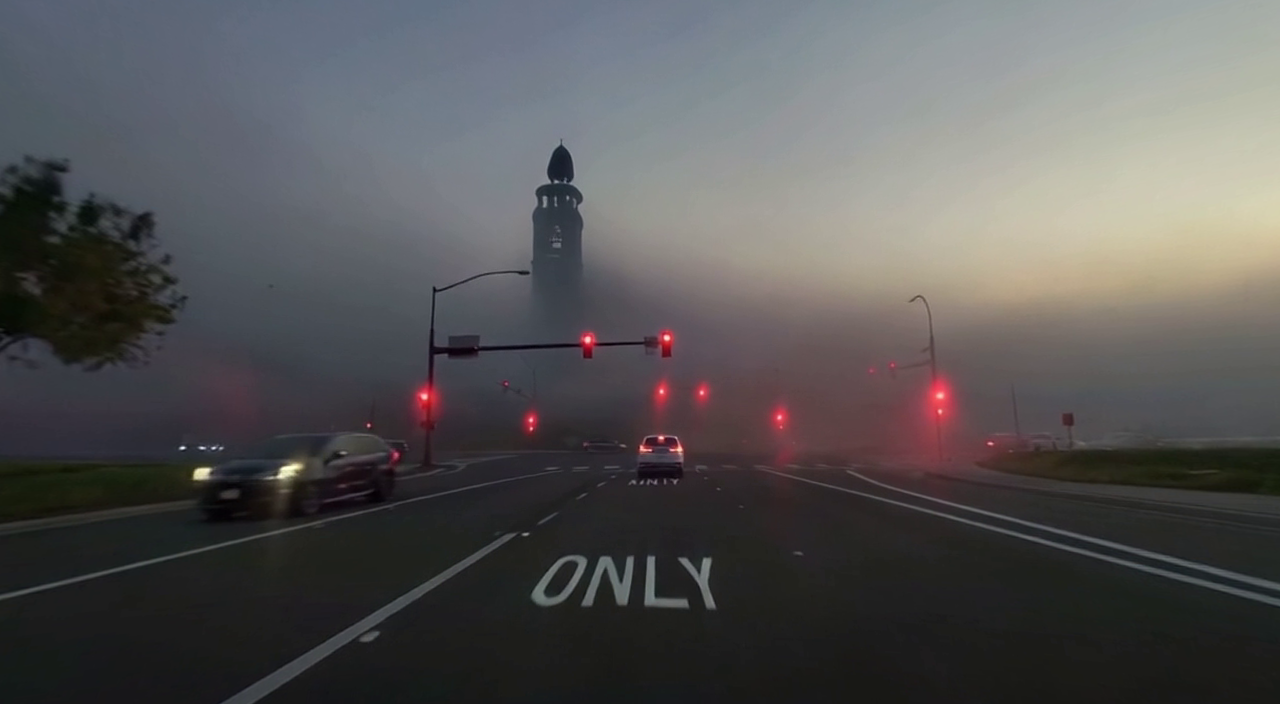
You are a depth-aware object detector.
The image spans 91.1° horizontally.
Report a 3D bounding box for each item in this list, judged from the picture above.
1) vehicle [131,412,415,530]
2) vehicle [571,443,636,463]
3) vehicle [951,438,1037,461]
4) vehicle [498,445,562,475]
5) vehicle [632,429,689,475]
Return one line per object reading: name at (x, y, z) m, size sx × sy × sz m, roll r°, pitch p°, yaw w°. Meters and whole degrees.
vehicle at (-7.202, 2.421, 13.461) m, size 2.366 × 1.941 × 5.823 m, roll 0°, pitch -9°, yaw 2°
vehicle at (-2.738, 7.758, 48.113) m, size 4.794 × 1.490 × 1.911 m, roll 0°, pitch -9°, yaw 3°
vehicle at (26.551, 7.360, 47.252) m, size 5.217 × 1.672 × 1.992 m, roll 0°, pitch -9°, yaw 2°
vehicle at (-5.979, 5.710, 33.657) m, size 1.984 × 1.469 × 4.668 m, roll 5°, pitch -10°, yaw -28°
vehicle at (1.040, 4.959, 31.341) m, size 2.590 × 2.080 × 5.284 m, roll 0°, pitch -9°, yaw 2°
